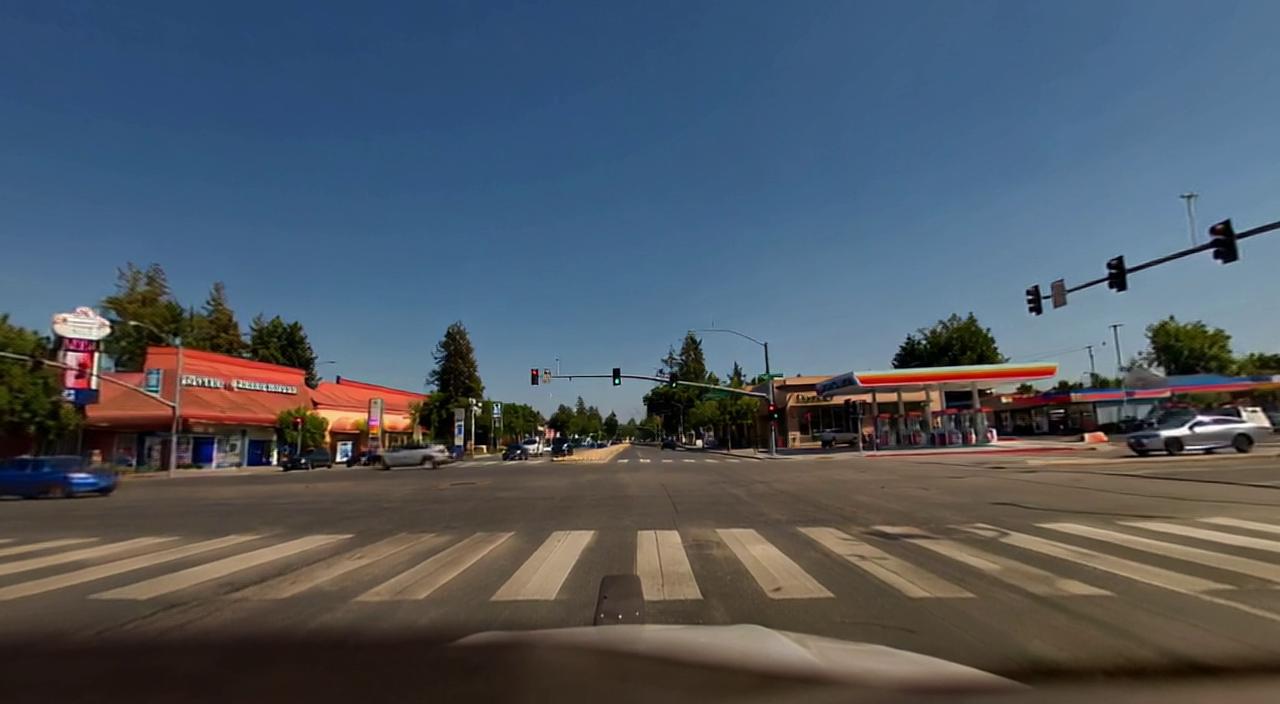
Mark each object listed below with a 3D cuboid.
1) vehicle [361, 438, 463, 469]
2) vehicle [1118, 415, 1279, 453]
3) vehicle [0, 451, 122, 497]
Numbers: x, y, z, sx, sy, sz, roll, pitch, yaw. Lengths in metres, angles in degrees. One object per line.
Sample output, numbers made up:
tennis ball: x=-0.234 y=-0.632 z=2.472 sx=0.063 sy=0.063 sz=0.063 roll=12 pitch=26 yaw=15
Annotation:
vehicle: x=-14.705 y=6.575 z=40.831 sx=5.789 sy=1.893 sz=2.169 roll=-1 pitch=-8 yaw=4
vehicle: x=22.801 y=3.392 z=25.808 sx=4.696 sy=1.483 sz=1.898 roll=-1 pitch=-8 yaw=3
vehicle: x=-21.951 y=4.453 z=22.996 sx=4.488 sy=1.463 sz=1.888 roll=-3 pitch=-9 yaw=3
